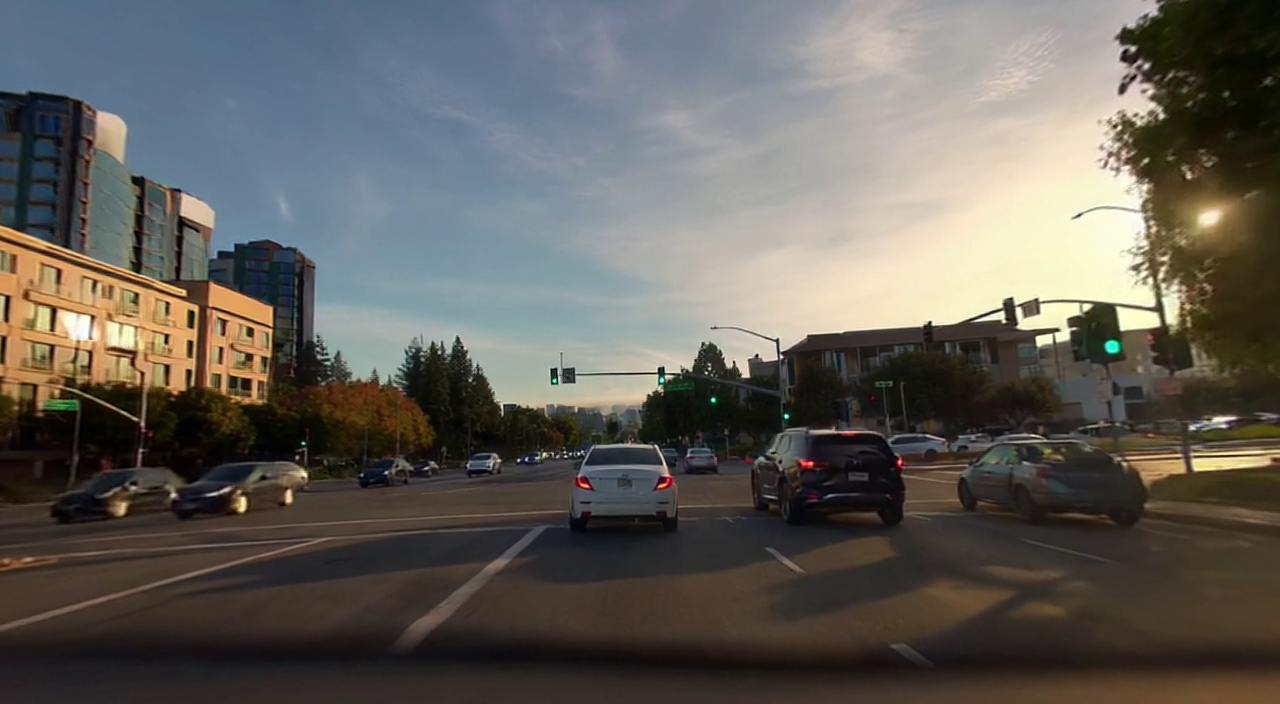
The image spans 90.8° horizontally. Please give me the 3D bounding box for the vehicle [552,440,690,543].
[{"bbox_3d":[-0.294,2.362,11.400,2.034,1.500,3.966,0,-8,-1],"label":"vehicle"}]

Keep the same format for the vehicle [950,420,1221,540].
[{"bbox_3d":[7.671,2.224,11.595,2.039,1.760,4.319,-1,-9,5],"label":"vehicle"}]

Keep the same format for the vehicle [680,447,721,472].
[{"bbox_3d":[3.753,6.775,40.110,2.123,1.455,4.318,0,-8,-1],"label":"vehicle"}]

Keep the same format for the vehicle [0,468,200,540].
[{"bbox_3d":[-14.943,4.157,17.780,1.907,1.592,4.373,0,-9,1],"label":"vehicle"}]

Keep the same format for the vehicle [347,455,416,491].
[{"bbox_3d":[-14.758,6.906,36.370,1.908,1.797,4.620,0,-8,1],"label":"vehicle"}]

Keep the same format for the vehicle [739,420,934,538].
[{"bbox_3d":[3.371,2.285,11.996,2.107,1.773,4.557,0,-9,-2],"label":"vehicle"}]

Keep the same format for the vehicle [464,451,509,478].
[{"bbox_3d":[-11.064,8.124,45.993,2.078,1.795,4.636,0,-8,1],"label":"vehicle"}]

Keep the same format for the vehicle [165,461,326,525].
[{"bbox_3d":[-11.597,4.147,19.027,1.992,1.562,4.361,0,-9,1],"label":"vehicle"}]
